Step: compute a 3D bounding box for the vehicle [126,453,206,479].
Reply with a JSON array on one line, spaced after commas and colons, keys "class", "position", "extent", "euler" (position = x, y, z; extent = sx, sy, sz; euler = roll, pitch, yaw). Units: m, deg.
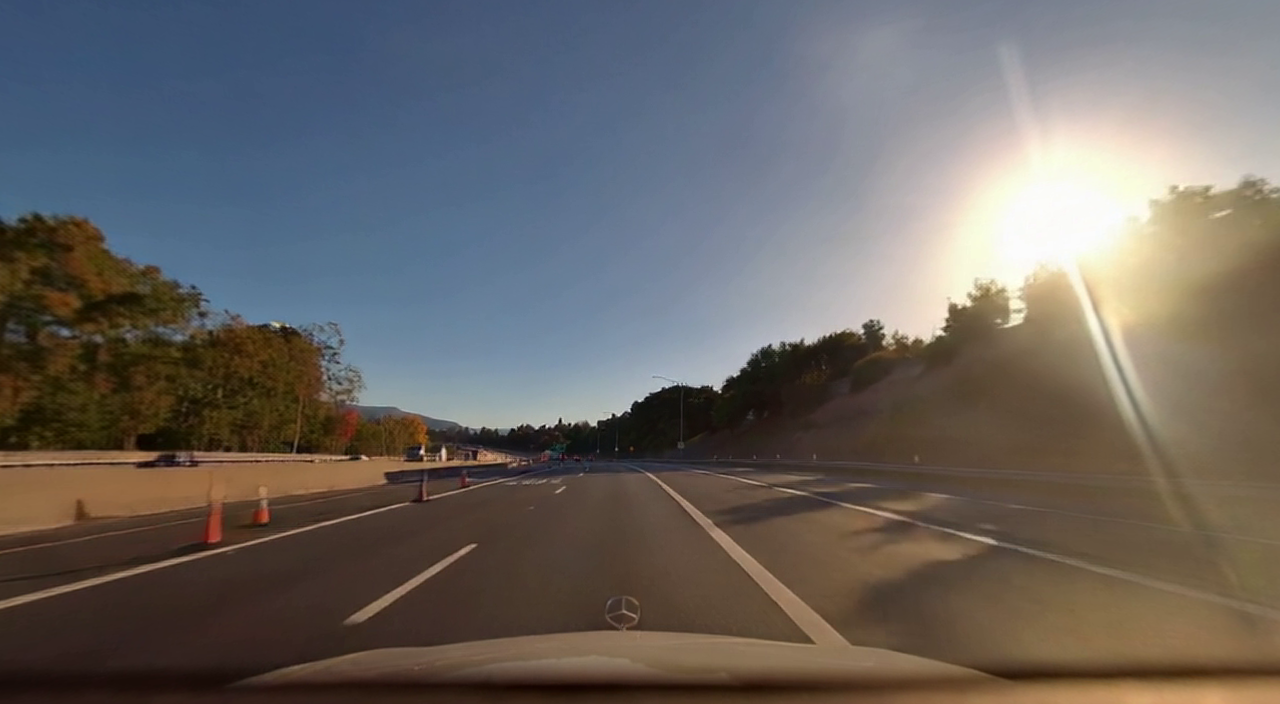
[{"class": "vehicle", "position": [-30.268, 7.263, 40.369], "extent": [1.812, 1.497, 4.297], "euler": [0, -9, -1]}]
